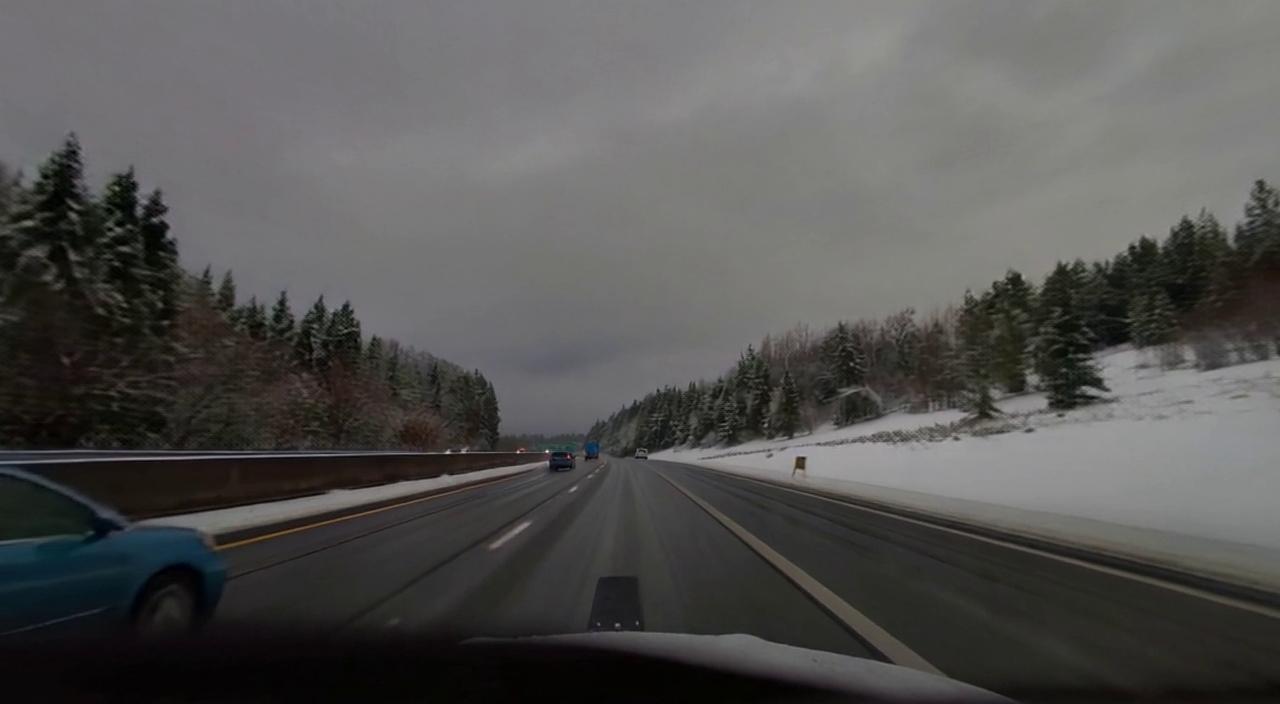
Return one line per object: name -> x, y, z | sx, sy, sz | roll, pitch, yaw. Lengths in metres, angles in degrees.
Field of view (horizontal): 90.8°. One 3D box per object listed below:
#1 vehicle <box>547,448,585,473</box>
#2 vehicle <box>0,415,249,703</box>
vehicle -> -4.809, 7.059, 41.377 | 2.049, 1.521, 4.366 | 0, -9, -1
vehicle -> -3.731, 0.907, 1.874 | 1.957, 1.499, 4.965 | 0, -9, 0
